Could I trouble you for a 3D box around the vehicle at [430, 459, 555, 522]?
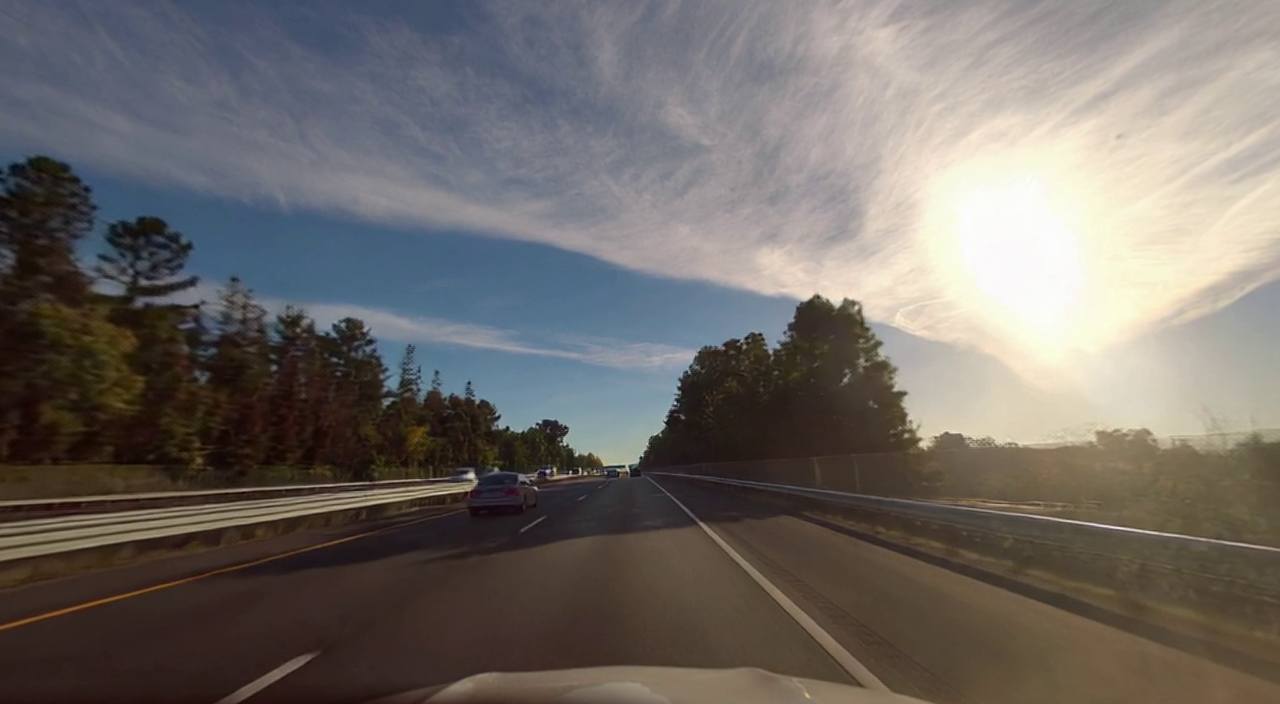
[{"bbox_3d":[-3.834,3.737,17.445,2.146,1.441,5.020,1,-10,1],"label":"vehicle"}]
